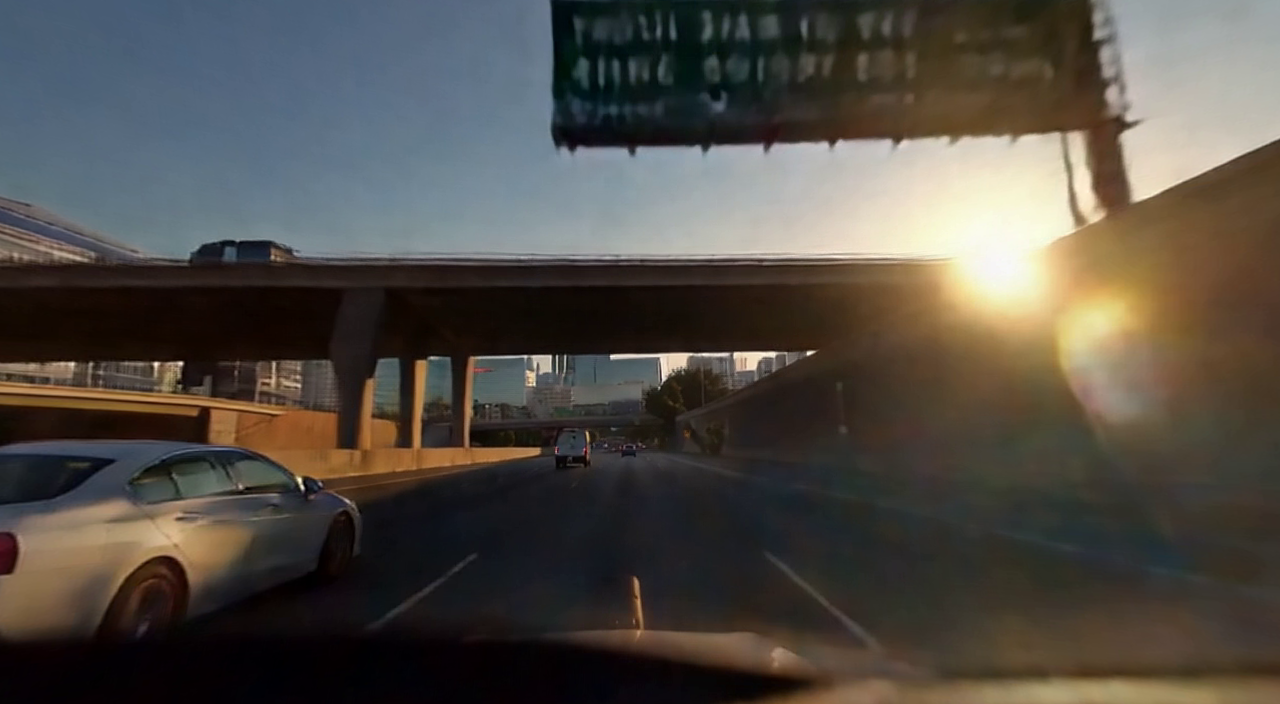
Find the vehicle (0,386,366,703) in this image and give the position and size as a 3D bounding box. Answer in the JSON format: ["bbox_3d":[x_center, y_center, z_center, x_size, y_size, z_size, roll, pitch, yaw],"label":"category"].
[{"bbox_3d":[-3.720,1.106,3.837,2.025,1.556,4.594,0,-8,0],"label":"vehicle"}]

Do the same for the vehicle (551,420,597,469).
[{"bbox_3d":[-4.273,6.128,41.862,2.364,2.953,6.732,0,-8,-1],"label":"vehicle"}]
